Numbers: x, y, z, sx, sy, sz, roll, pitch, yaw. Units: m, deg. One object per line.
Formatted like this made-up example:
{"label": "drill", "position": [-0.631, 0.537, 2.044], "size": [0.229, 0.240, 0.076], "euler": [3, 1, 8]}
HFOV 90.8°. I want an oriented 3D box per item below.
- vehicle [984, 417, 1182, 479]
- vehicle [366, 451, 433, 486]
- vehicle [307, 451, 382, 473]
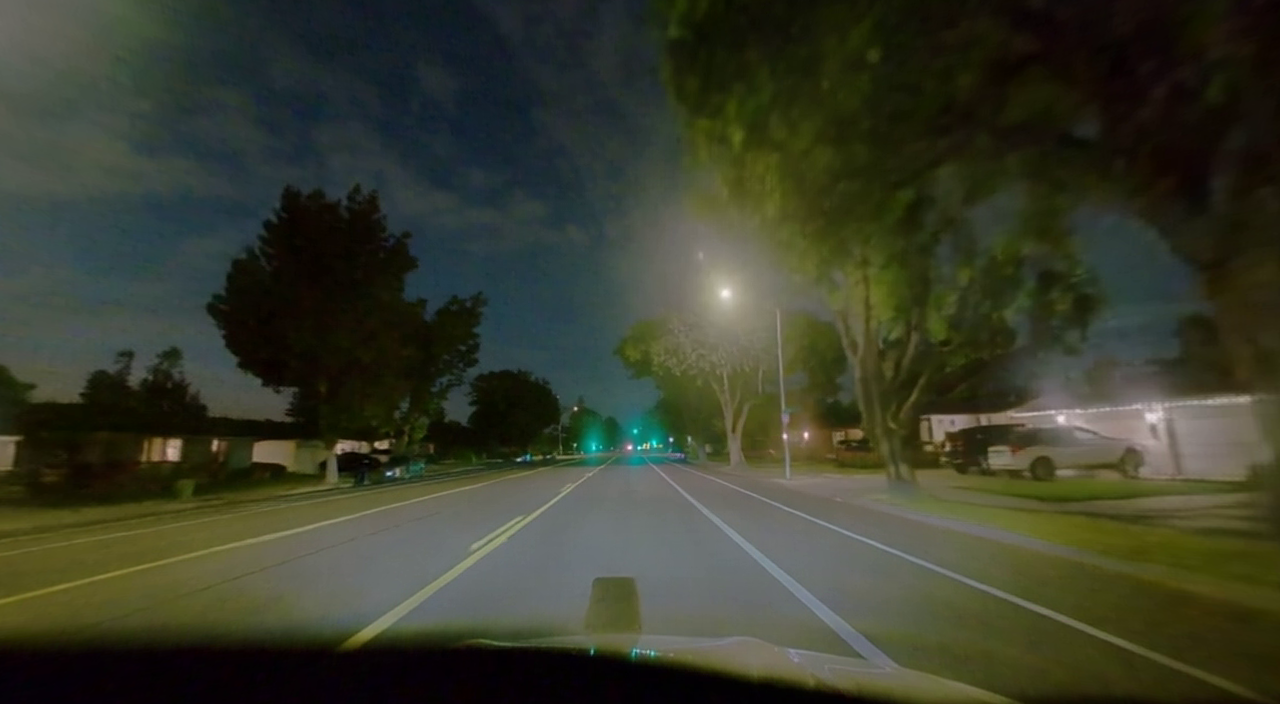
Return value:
{"label": "vehicle", "position": [13.635, 2.995, 19.680], "size": [4.629, 1.770, 1.959], "euler": [0, -9, -1]}
{"label": "vehicle", "position": [-12.867, 6.229, 34.051], "size": [1.936, 1.504, 4.456], "euler": [-2, -7, -1]}
{"label": "vehicle", "position": [-21.501, 7.998, 46.113], "size": [4.491, 1.467, 1.861], "euler": [0, -9, -4]}
